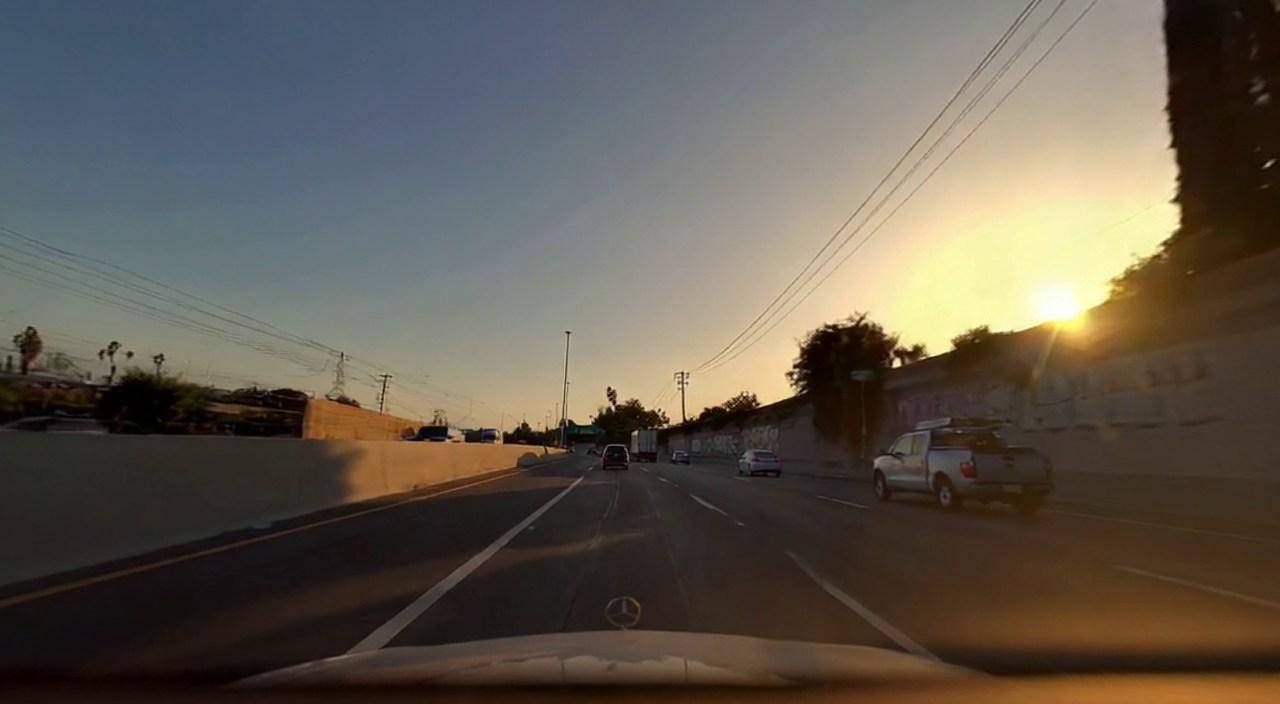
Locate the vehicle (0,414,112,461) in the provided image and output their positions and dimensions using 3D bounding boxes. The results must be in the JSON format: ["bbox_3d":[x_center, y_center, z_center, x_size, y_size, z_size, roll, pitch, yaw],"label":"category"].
[{"bbox_3d":[-21.317,3.043,22.080,1.870,1.492,4.545,0,-9,-2],"label":"vehicle"}]

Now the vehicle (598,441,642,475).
[{"bbox_3d":[-1.086,5.542,33.102,2.191,1.685,3.353,0,-9,-3],"label":"vehicle"}]

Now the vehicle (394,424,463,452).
[{"bbox_3d":[-10.535,4.396,31.845,2.006,1.300,4.518,0,-9,-1],"label":"vehicle"}]

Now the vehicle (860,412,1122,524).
[{"bbox_3d":[7.193,2.499,14.063,2.325,1.924,5.838,0,-9,-2],"label":"vehicle"}]

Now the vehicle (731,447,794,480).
[{"bbox_3d":[6.082,5.589,31.975,2.032,1.525,4.631,0,-9,-3],"label":"vehicle"}]
